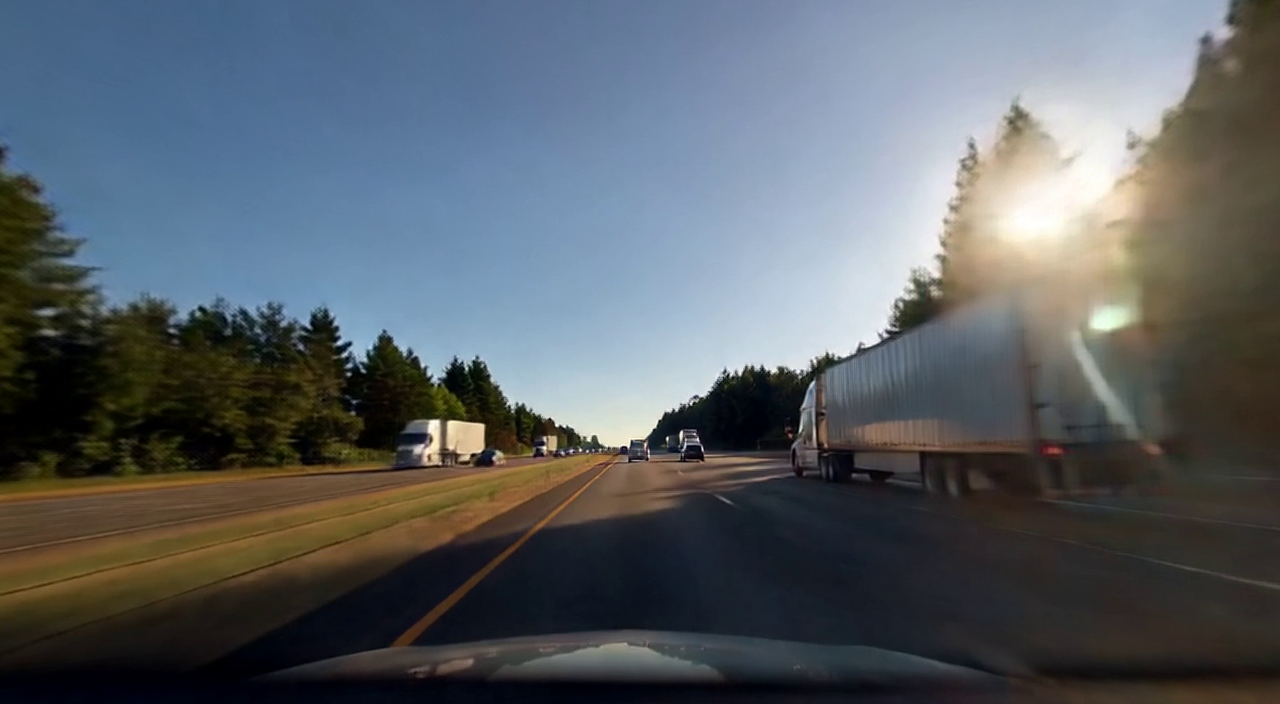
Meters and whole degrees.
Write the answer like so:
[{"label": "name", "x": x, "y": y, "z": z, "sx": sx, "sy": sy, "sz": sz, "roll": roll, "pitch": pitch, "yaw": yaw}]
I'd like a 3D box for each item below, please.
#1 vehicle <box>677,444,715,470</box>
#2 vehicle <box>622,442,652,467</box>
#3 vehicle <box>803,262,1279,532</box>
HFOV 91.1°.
[{"label": "vehicle", "x": 3.597, "y": 6.837, "z": 41.085, "sx": 2.025, "sy": 1.534, "sz": 4.179, "roll": 0, "pitch": -9, "yaw": -1}, {"label": "vehicle", "x": -0.200, "y": 7.602, "z": 46.742, "sx": 2.114, "sy": 1.706, "sz": 4.106, "roll": 0, "pitch": -9, "yaw": 0}, {"label": "vehicle", "x": 7.813, "y": 1.676, "z": 16.427, "sx": 3.044, "sy": 4.073, "sz": 14.016, "roll": 0, "pitch": -9, "yaw": -1}]
